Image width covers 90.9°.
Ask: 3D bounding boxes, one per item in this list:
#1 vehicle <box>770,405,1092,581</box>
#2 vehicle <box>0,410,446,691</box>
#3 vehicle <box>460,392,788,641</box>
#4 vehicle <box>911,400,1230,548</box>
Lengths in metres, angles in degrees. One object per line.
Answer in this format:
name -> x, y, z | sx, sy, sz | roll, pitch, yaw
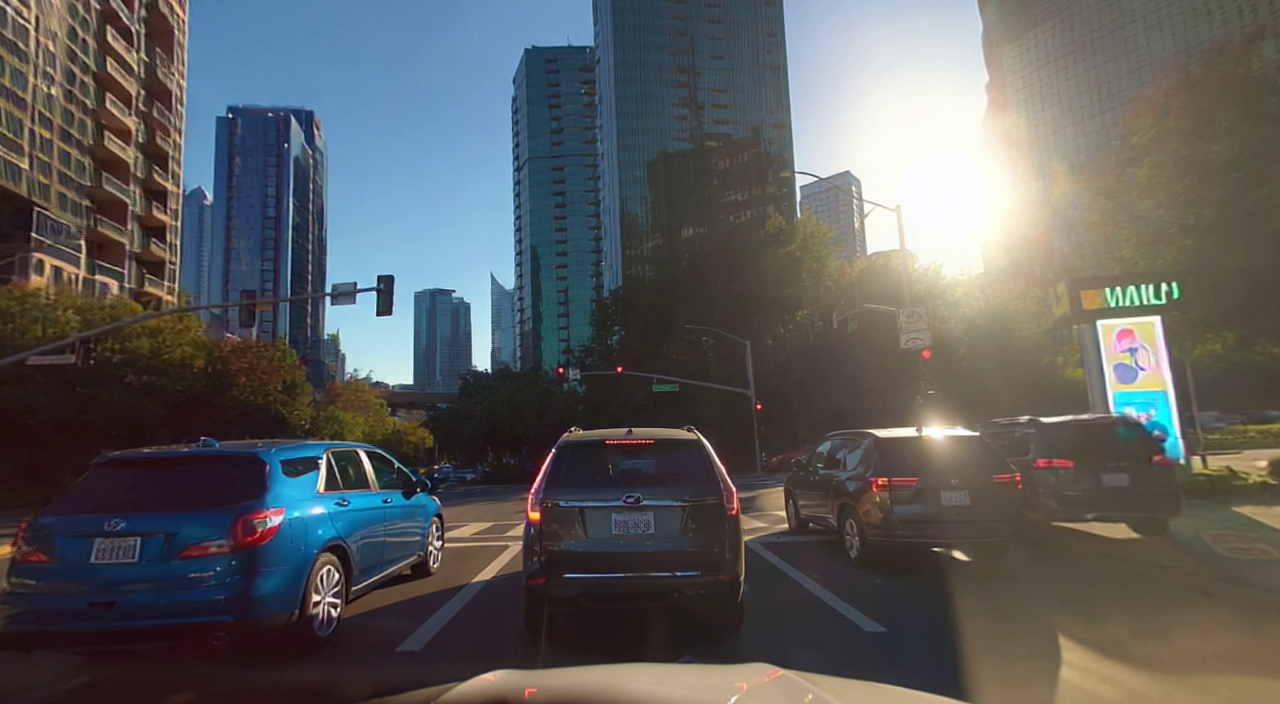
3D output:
vehicle -> 3.206, 1.660, 8.255 | 2.004, 1.646, 4.554 | 0, -8, 0
vehicle -> -3.546, 1.425, 5.820 | 1.906, 1.524, 4.547 | 0, -8, 2
vehicle -> -0.125, 1.422, 6.448 | 2.195, 1.662, 4.262 | 0, -8, 0
vehicle -> 6.320, 1.851, 10.215 | 2.081, 1.790, 4.839 | -1, -9, 5
